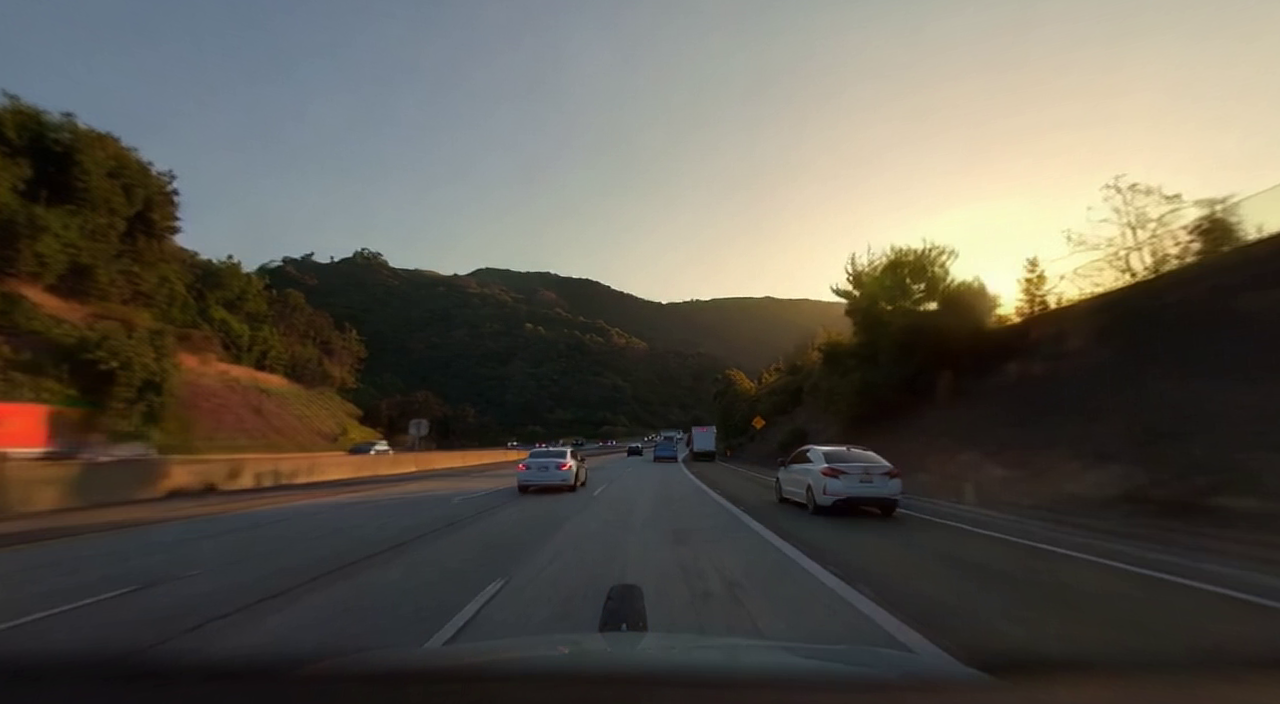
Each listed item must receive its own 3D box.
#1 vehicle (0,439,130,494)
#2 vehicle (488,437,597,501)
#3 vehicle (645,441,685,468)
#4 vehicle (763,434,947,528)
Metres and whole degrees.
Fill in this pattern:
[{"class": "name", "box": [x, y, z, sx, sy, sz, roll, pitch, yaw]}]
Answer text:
[{"class": "vehicle", "box": [-19.707, 3.667, 20.624, 2.238, 1.585, 4.473, 0, -8, 1]}, {"class": "vehicle", "box": [-2.478, 3.119, 17.369, 2.031, 1.491, 4.792, -1, -8, 3]}, {"class": "vehicle", "box": [1.484, 5.988, 37.086, 2.202, 1.467, 3.929, -1, -8, 2]}, {"class": "vehicle", "box": [3.863, 2.383, 12.276, 2.013, 1.464, 4.317, 1, -8, -1]}]
